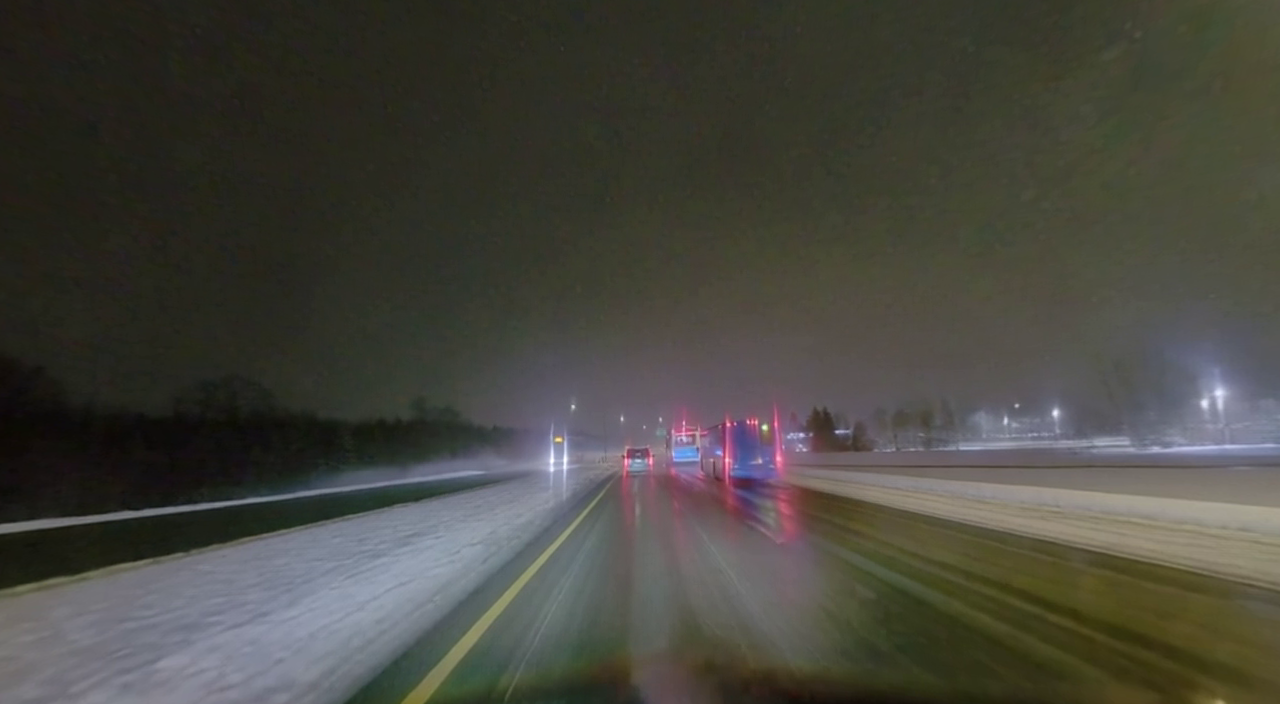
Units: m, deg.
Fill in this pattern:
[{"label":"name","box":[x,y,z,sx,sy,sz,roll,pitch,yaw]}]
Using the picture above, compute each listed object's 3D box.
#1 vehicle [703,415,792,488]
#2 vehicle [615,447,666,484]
[{"label":"vehicle","box":[4.100,4.000,25.347,2.440,2.555,5.957,0,-9,-1]},{"label":"vehicle","box":[-0.016,4.750,26.598,2.004,1.449,3.817,0,-9,-1]}]
